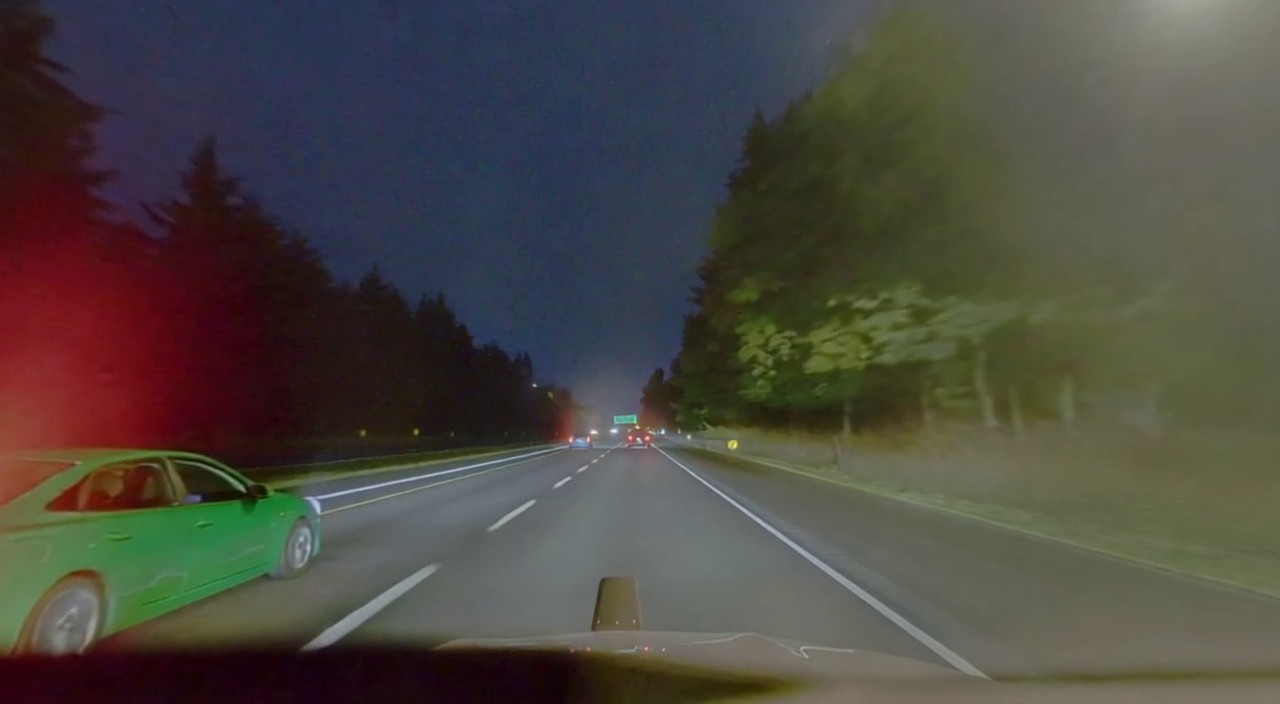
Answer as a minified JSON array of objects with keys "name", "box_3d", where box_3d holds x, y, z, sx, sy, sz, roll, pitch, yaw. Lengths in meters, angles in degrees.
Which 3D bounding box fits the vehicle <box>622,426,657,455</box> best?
[{"name":"vehicle","box_3d":[-0.051,5.766,41.131,2.170,1.790,4.490,0,-8,-1]}]

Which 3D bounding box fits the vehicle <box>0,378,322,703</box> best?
[{"name":"vehicle","box_3d":[-3.862,0.980,3.660,1.958,1.486,3.988,0,-8,0]}]

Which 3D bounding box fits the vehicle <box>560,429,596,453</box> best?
[{"name":"vehicle","box_3d":[-4.291,6.190,43.987,2.055,1.610,4.116,0,-8,1]}]
